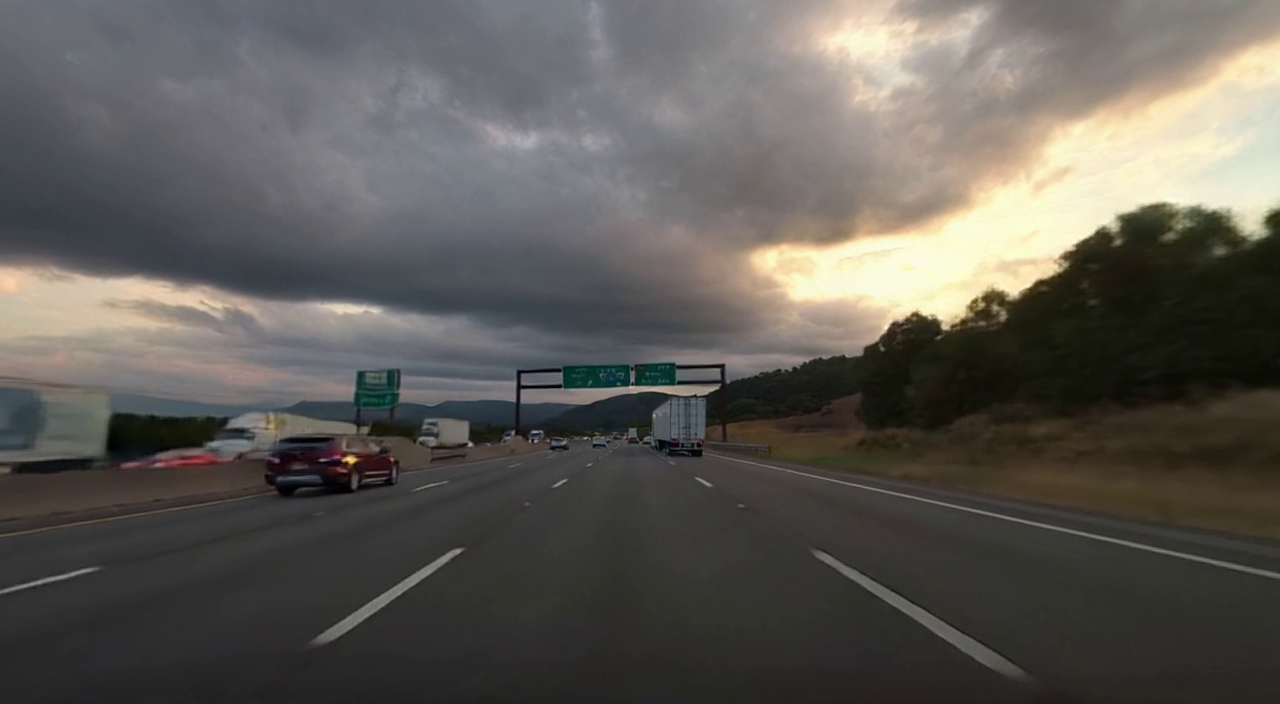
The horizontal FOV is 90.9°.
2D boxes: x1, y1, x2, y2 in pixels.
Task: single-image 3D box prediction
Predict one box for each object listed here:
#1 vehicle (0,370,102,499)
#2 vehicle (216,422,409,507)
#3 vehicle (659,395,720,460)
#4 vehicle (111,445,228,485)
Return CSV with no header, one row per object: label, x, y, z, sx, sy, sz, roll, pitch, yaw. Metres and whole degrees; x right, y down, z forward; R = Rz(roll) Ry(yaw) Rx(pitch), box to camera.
vehicle,-22.814,2.172,16.640,2.966,4.248,16.476,0,-8,-1
vehicle,-7.295,2.521,14.737,2.076,1.636,4.597,0,-8,0
vehicle,2.980,5.102,42.086,2.760,3.710,12.230,0,-7,-2
vehicle,-19.041,4.565,25.734,1.711,1.434,3.997,0,-8,-1
